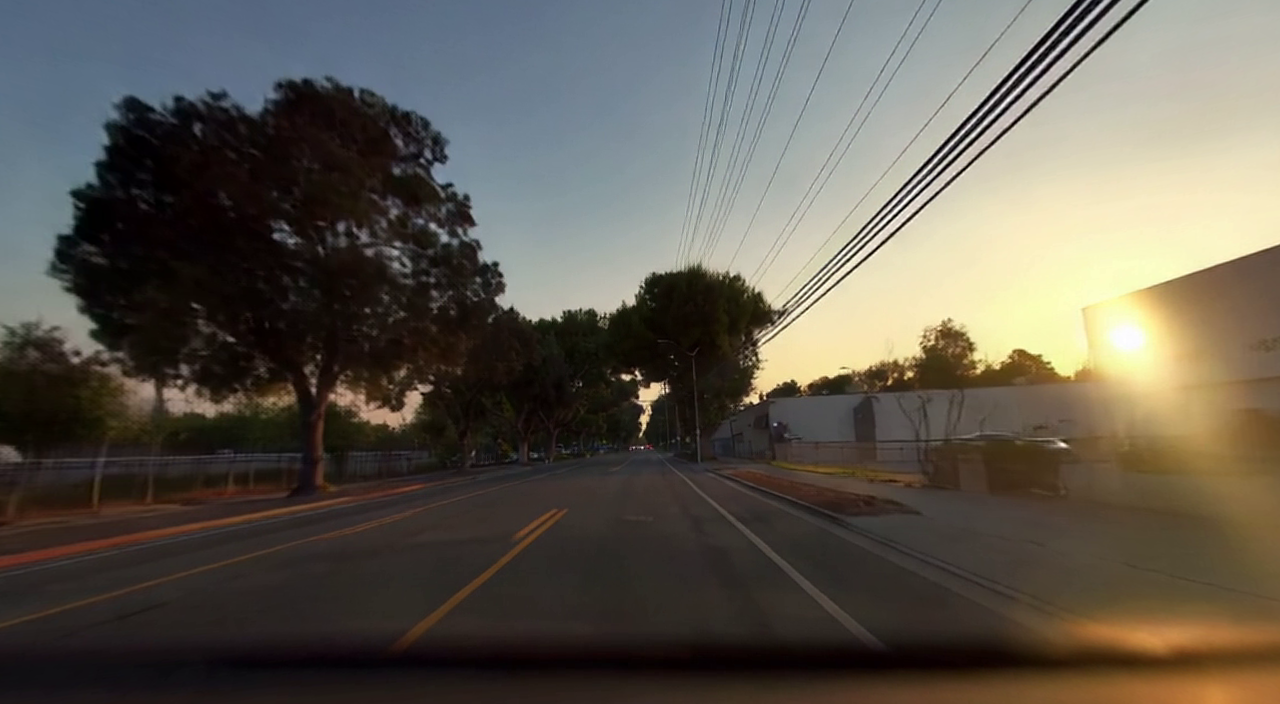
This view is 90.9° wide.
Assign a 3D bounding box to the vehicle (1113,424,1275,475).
[{"bbox_3d":[18.512,3.273,21.349,1.875,1.440,3.925,-4,-8,1],"label":"vehicle"}]
